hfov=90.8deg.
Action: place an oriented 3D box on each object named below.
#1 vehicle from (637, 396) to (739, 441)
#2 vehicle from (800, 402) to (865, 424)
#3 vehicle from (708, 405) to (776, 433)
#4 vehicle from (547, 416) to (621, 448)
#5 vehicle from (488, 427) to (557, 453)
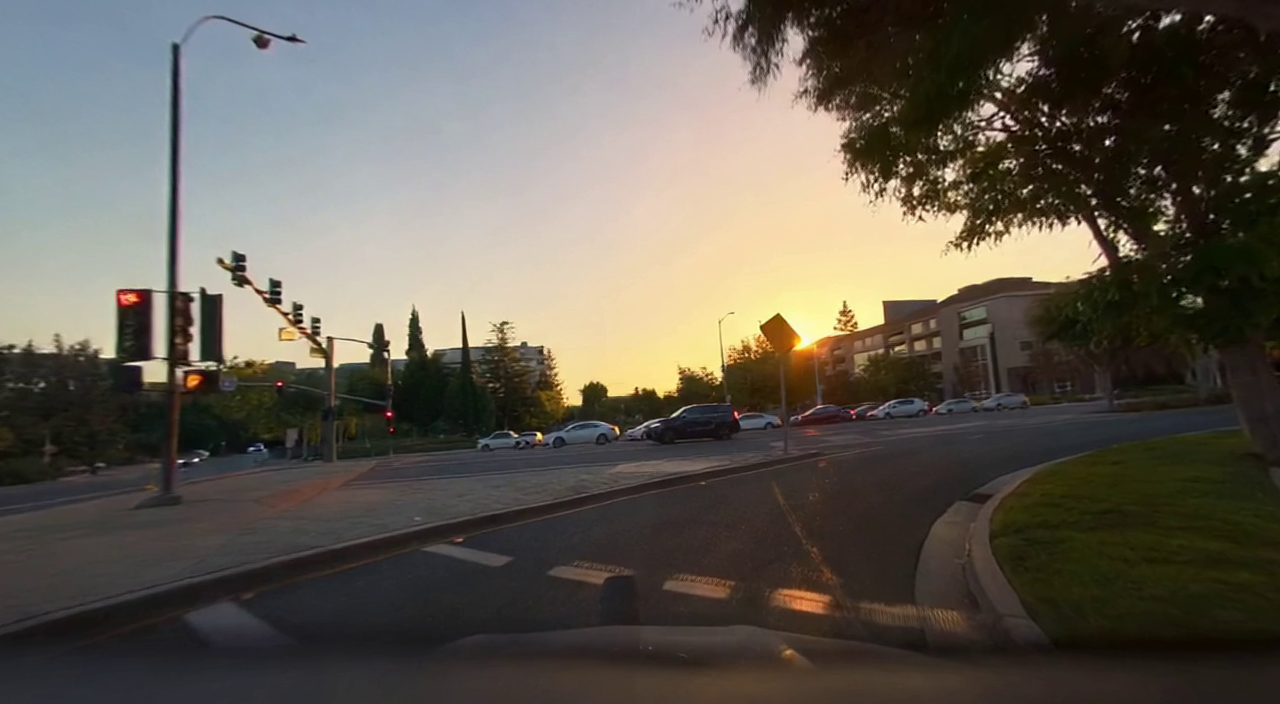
[{"bbox_3d":[2.865,4.060,38.050,5.636,2.053,2.225,5,-15,-17],"label":"vehicle"},{"bbox_3d":[14.922,4.727,48.901,4.513,1.582,1.842,2,-9,-18],"label":"vehicle"},{"bbox_3d":[7.451,4.950,46.370,4.467,1.625,2.033,5,-15,-17],"label":"vehicle"},{"bbox_3d":[-3.768,5.338,42.372,4.510,1.764,1.947,-2,-6,-19],"label":"vehicle"},{"bbox_3d":[-8.323,6.178,44.555,4.493,1.455,1.946,-1,-6,-20],"label":"vehicle"}]
